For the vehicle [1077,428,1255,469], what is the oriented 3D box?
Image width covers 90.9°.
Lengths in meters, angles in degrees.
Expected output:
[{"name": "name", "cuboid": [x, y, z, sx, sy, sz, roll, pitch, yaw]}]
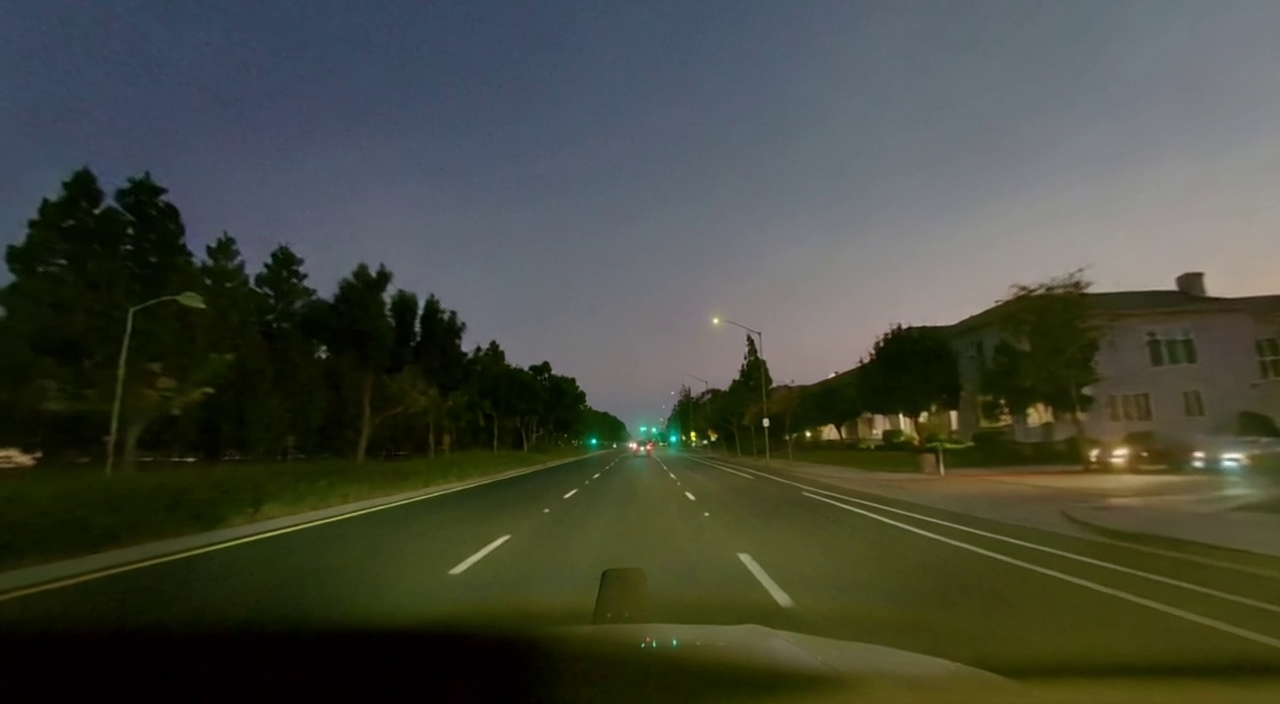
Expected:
[{"name": "vehicle", "cuboid": [20.324, 3.760, 24.569, 4.900, 1.530, 2.211, 0, -9, 1]}]
